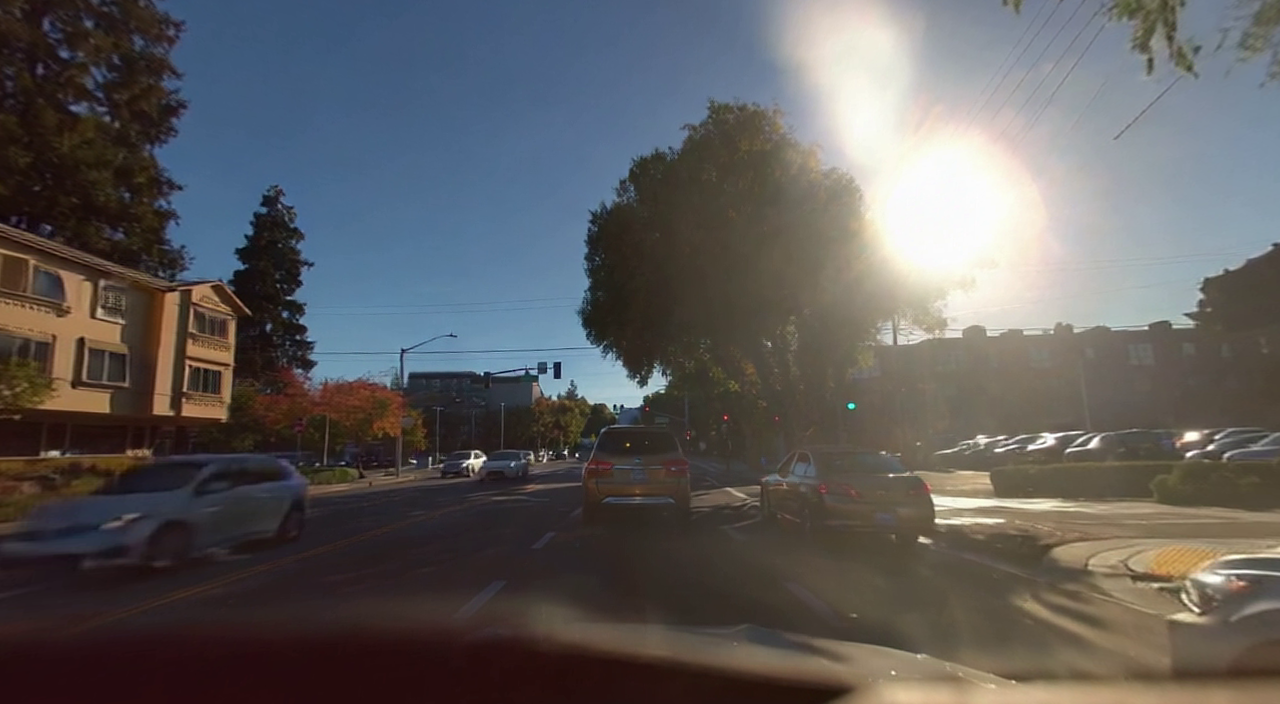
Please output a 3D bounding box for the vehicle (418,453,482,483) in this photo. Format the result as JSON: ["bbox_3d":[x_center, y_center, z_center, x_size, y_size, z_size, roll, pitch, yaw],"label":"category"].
[{"bbox_3d":[-10.793,6.609,36.060,2.206,1.544,4.740,0,-9,0],"label":"vehicle"}]

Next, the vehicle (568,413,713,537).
[{"bbox_3d":[-0.029,2.265,12.108,2.296,1.947,4.168,0,-9,-1],"label":"vehicle"}]

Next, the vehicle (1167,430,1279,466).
[{"bbox_3d":[25.822,4.142,27.084,4.420,1.469,1.807,0,-9,1],"label":"vehicle"}]

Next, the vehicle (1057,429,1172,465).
[{"bbox_3d":[26.519,5.336,35.211,4.704,1.919,2.130,0,-9,-2],"label":"vehicle"}]

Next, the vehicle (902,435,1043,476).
[{"bbox_3d":[13.525,4.231,25.753,4.648,1.583,2.018,0,-9,-2],"label":"vehicle"}]

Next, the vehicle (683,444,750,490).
[{"bbox_3d":[3.055,4.704,26.141,2.138,1.729,4.178,0,-9,-2],"label":"vehicle"}]

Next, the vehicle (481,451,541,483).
[{"bbox_3d":[-6.503,5.844,32.227,2.054,1.478,4.584,0,-9,1],"label":"vehicle"}]

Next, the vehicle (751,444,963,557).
[{"bbox_3d":[3.308,2.325,10.681,1.900,1.478,4.425,0,-9,-2],"label":"vehicle"}]

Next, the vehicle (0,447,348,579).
[{"bbox_3d":[-6.592,2.212,9.620,1.981,1.478,4.701,0,-9,0],"label":"vehicle"}]
